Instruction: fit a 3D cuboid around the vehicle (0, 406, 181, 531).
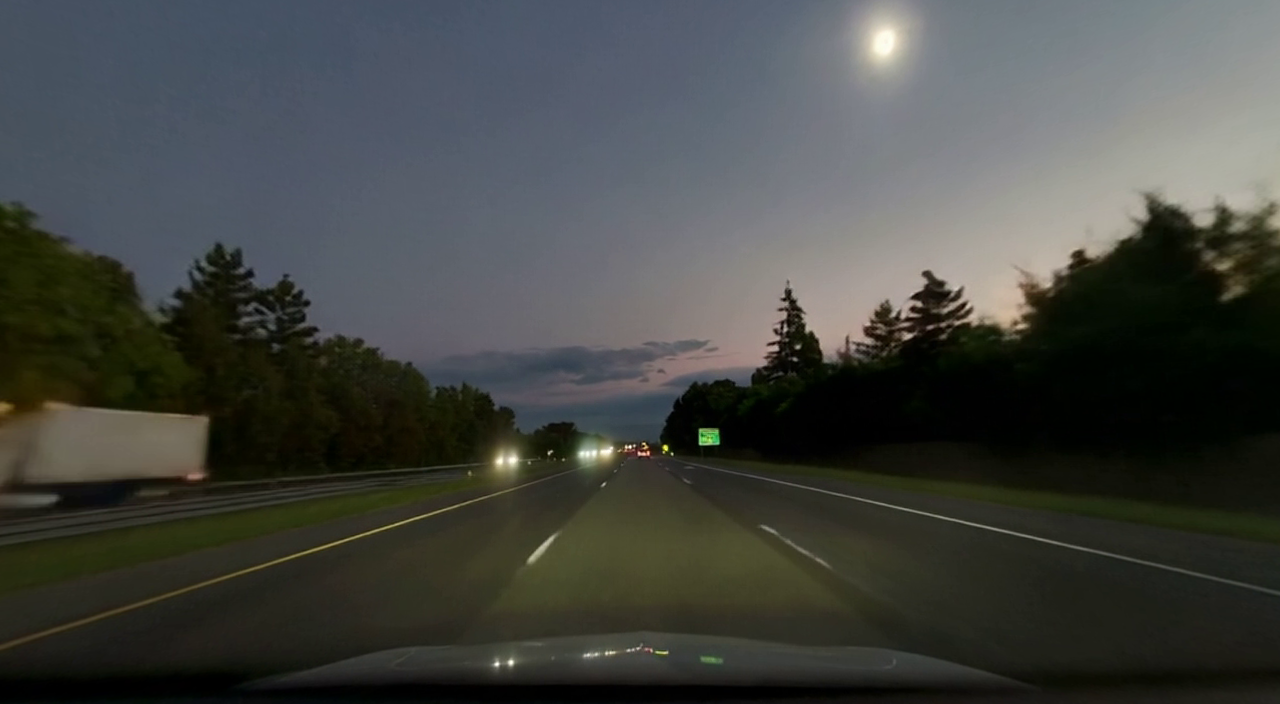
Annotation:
[{"bbox_3d":[-17.034,3.197,17.828,2.536,3.058,7.355,0,-8,0],"label":"vehicle"}]
